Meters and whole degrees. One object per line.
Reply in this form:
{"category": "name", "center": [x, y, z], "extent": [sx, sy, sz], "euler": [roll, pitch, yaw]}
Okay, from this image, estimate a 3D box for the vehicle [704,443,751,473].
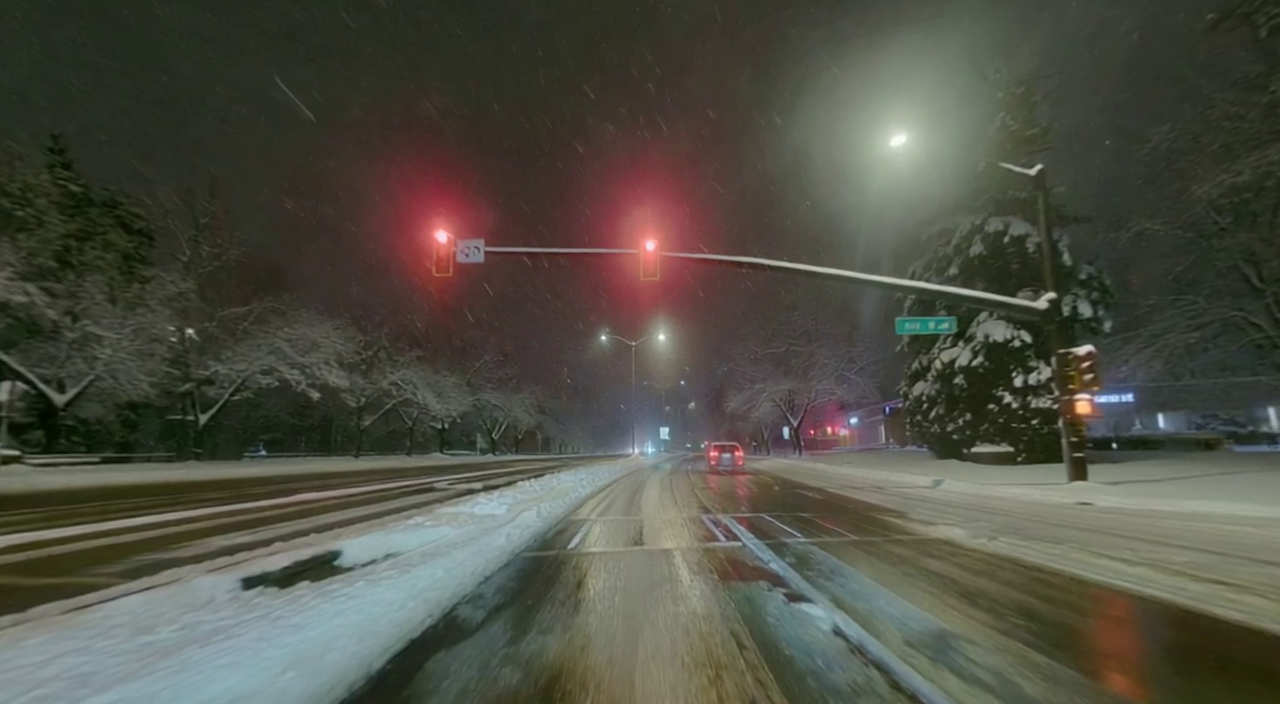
{"category": "vehicle", "center": [4.666, 5.748, 34.307], "extent": [2.015, 1.479, 4.444], "euler": [0, -9, 1]}
